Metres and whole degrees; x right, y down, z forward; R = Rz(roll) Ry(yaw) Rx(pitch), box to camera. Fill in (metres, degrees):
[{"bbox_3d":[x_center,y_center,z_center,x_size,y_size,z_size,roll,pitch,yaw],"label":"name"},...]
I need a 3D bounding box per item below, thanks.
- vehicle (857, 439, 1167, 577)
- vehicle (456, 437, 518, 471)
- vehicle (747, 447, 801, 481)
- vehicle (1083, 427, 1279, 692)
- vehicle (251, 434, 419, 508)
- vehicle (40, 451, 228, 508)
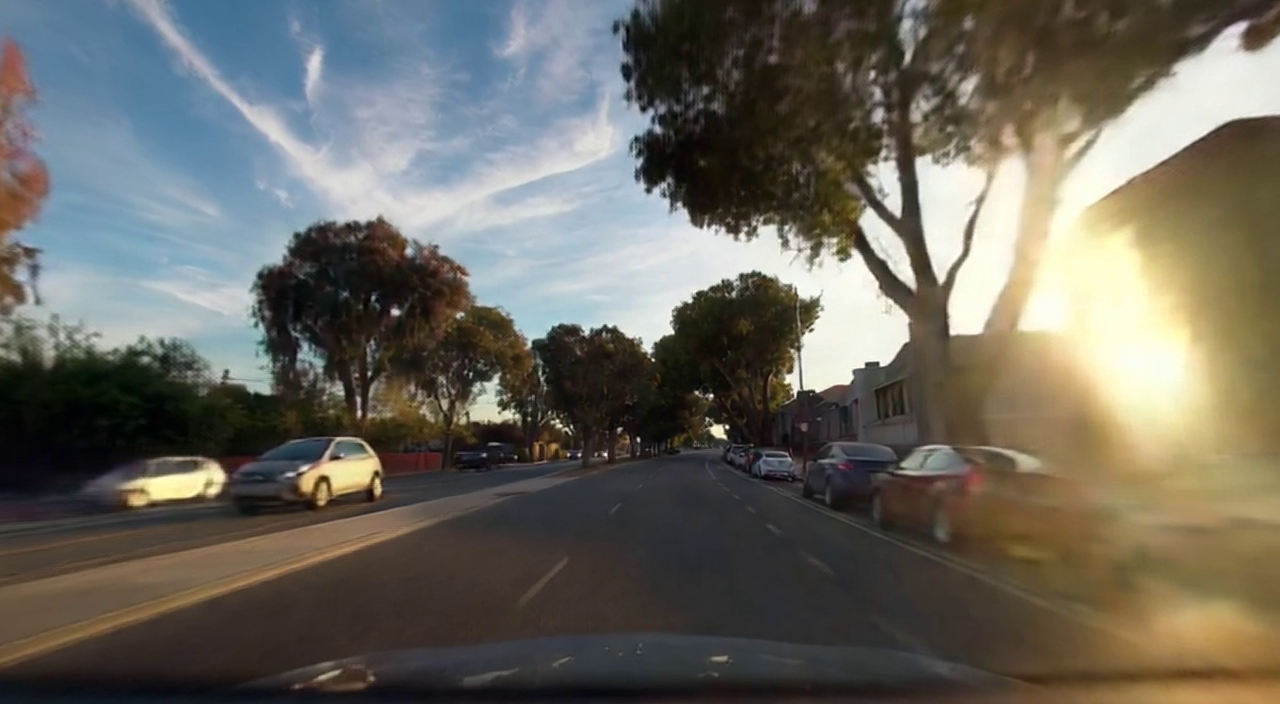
[{"bbox_3d":[4.862,2.044,9.334,1.853,1.457,4.967,-1,-8,4],"label":"vehicle"},{"bbox_3d":[-10.511,7.026,43.814,2.469,2.157,5.373,-1,-8,5],"label":"vehicle"},{"bbox_3d":[6.096,5.105,29.186,1.833,1.399,4.727,-1,-8,4],"label":"vehicle"},{"bbox_3d":[4.579,1.043,2.747,2.046,1.473,4.623,-1,-8,2],"label":"vehicle"},{"bbox_3d":[-7.992,3.127,17.230,2.331,1.696,4.861,0,-8,-3],"label":"vehicle"},{"bbox_3d":[-15.368,3.847,19.556,1.909,1.483,4.498,-1,-8,4],"label":"vehicle"}]
